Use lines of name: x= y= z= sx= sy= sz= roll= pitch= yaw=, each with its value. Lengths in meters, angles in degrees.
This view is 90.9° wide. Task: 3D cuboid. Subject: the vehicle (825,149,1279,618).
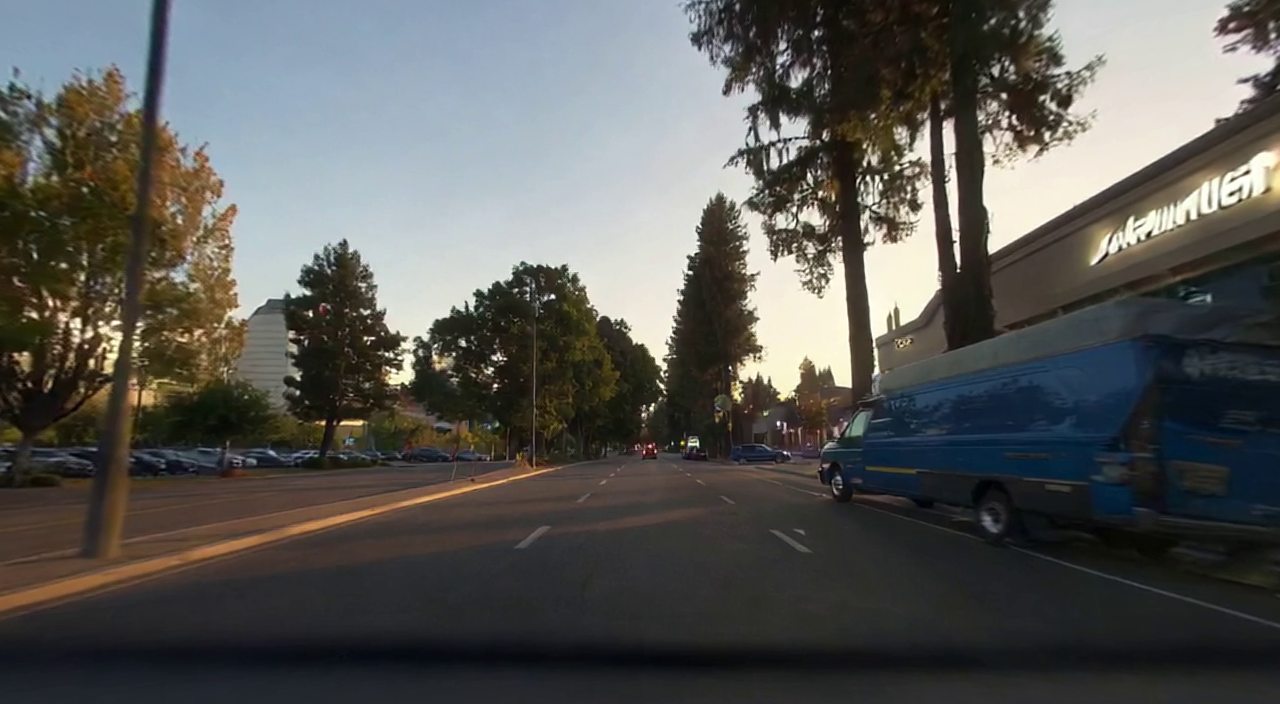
vehicle: x=6.552 y=0.956 z=10.821 sx=3.145 sy=4.015 sz=10.939 roll=0 pitch=-8 yaw=-1

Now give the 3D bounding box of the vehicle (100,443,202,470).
vehicle: x=-32.059 y=6.867 z=41.468 sx=4.796 sy=1.581 sz=2.278 roll=-2 pitch=-8 yaw=-1

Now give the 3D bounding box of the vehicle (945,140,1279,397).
vehicle: x=6.597 y=-0.634 z=8.161 sx=3.066 sy=2.040 sz=4.878 roll=0 pitch=-9 yaw=4
